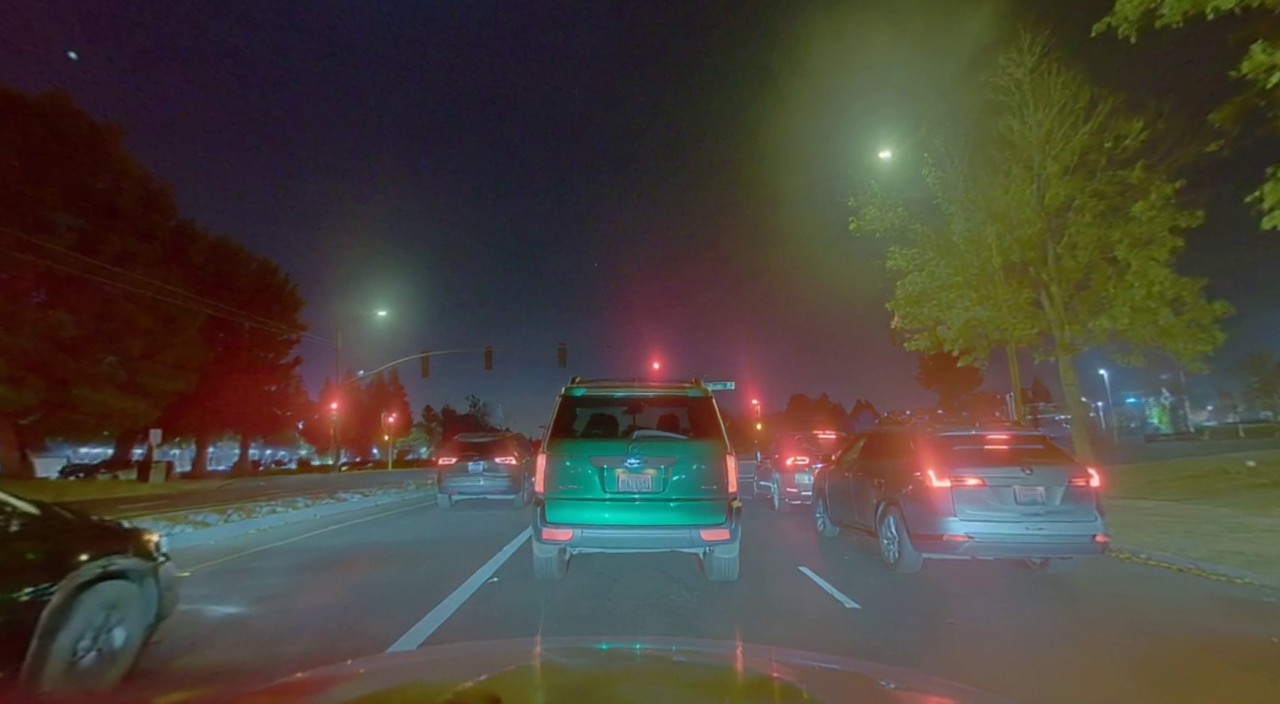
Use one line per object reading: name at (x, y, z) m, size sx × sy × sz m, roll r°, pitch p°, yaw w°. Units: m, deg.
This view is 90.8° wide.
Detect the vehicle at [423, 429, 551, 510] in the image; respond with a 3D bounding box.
vehicle at (-3.424, 2.716, 14.992) m, size 1.961 × 1.639 × 4.064 m, roll 0°, pitch -9°, yaw 1°

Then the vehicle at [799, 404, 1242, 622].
vehicle at (3.470, 1.554, 7.058) m, size 2.202 × 1.657 × 4.298 m, roll 0°, pitch -9°, yaw -1°

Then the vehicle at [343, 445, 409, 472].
vehicle at (-18.073, 7.296, 43.563) m, size 2.211 × 1.694 × 5.157 m, roll 0°, pitch -9°, yaw 1°

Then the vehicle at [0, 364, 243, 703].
vehicle at (-3.408, 0.720, 1.451) m, size 2.065 × 1.603 × 4.459 m, roll 0°, pitch -9°, yaw 0°

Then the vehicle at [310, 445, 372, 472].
vehicle at (-22.151, 7.895, 47.087) m, size 1.993 × 1.844 × 5.316 m, roll 0°, pitch -9°, yaw 0°

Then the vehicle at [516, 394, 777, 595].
vehicle at (0.028, 1.547, 7.595) m, size 2.294 × 1.761 × 3.857 m, roll 0°, pitch -9°, yaw -1°
